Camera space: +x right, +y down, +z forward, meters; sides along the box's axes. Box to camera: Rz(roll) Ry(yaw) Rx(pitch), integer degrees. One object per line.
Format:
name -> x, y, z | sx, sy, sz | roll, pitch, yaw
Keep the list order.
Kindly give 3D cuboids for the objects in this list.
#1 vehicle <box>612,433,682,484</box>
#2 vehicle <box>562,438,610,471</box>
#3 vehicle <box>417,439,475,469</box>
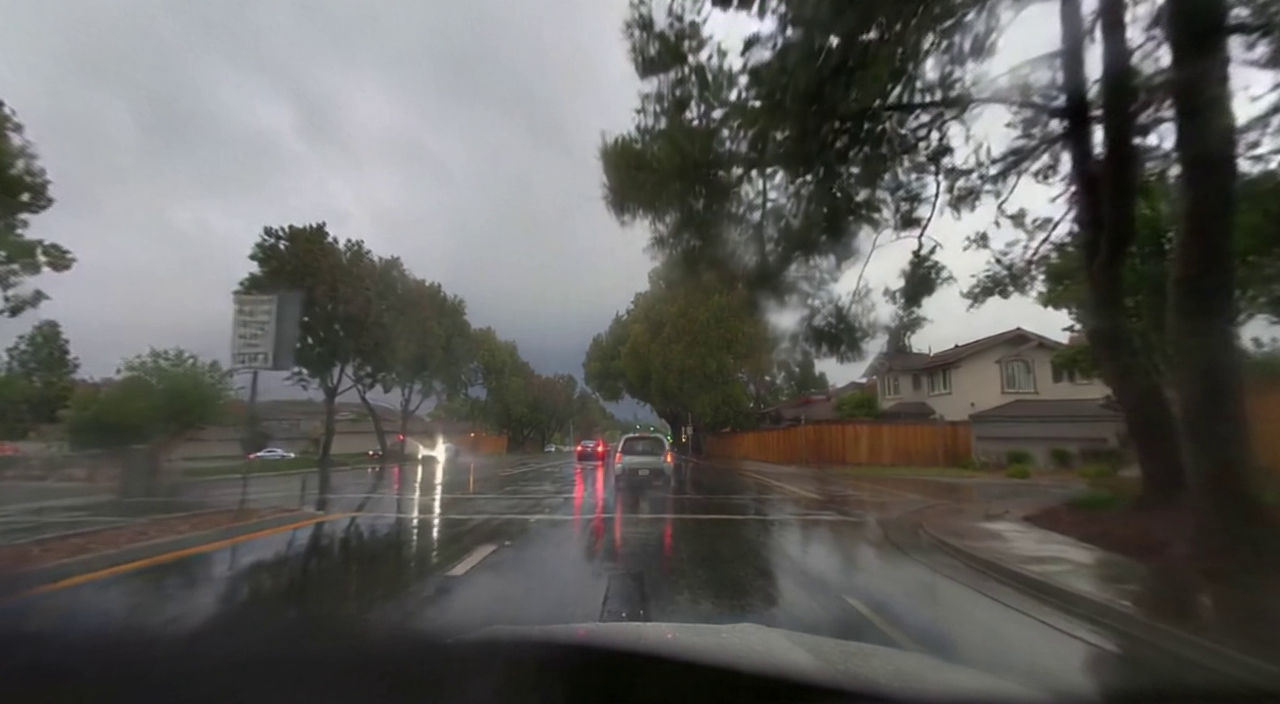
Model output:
vehicle -> 0.273, 3.809, 22.777 | 2.290, 1.653, 4.127 | 0, -8, 1
vehicle -> -3.001, 5.777, 35.802 | 2.067, 1.546, 4.988 | 2, -7, 2
vehicle -> -11.435, 6.038, 37.334 | 2.103, 1.679, 4.199 | 0, -8, 0
